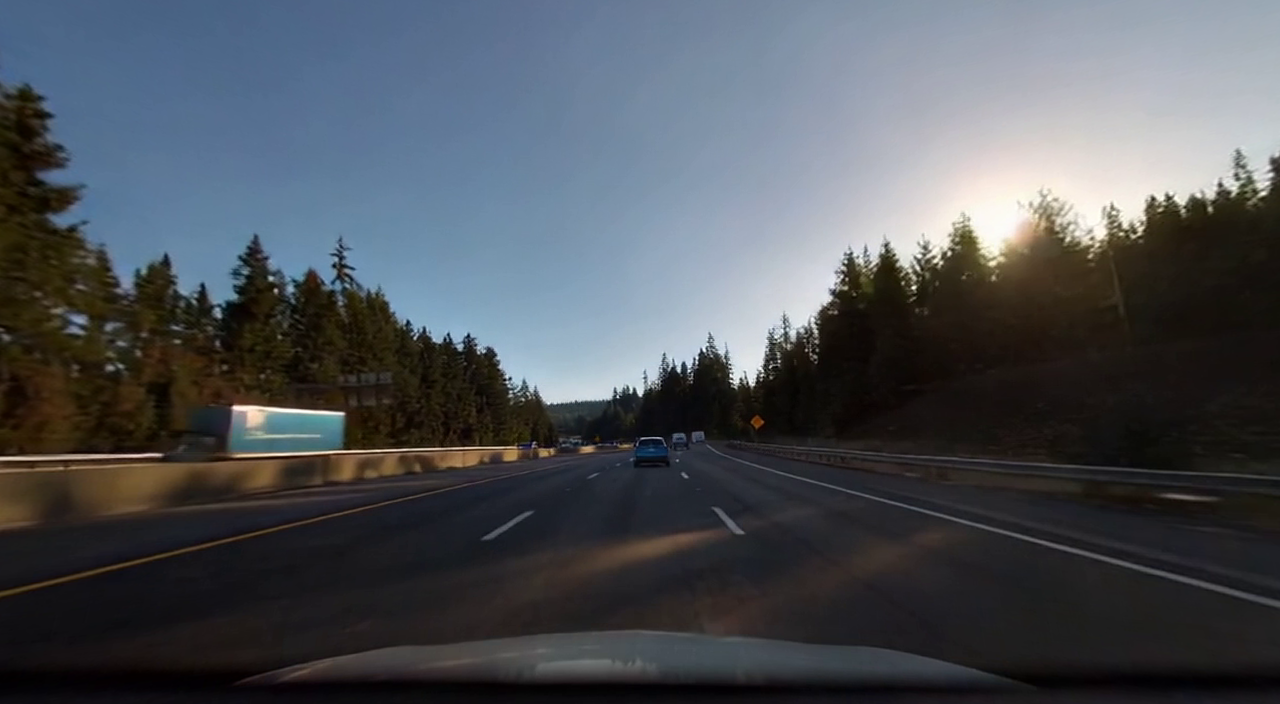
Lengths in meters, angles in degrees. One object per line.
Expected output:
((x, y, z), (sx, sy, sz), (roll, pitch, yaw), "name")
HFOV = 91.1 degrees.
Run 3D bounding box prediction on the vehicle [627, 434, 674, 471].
((0.502, 4.913, 30.825), (2.133, 1.686, 4.203), (0, -8, 1), "vehicle")
